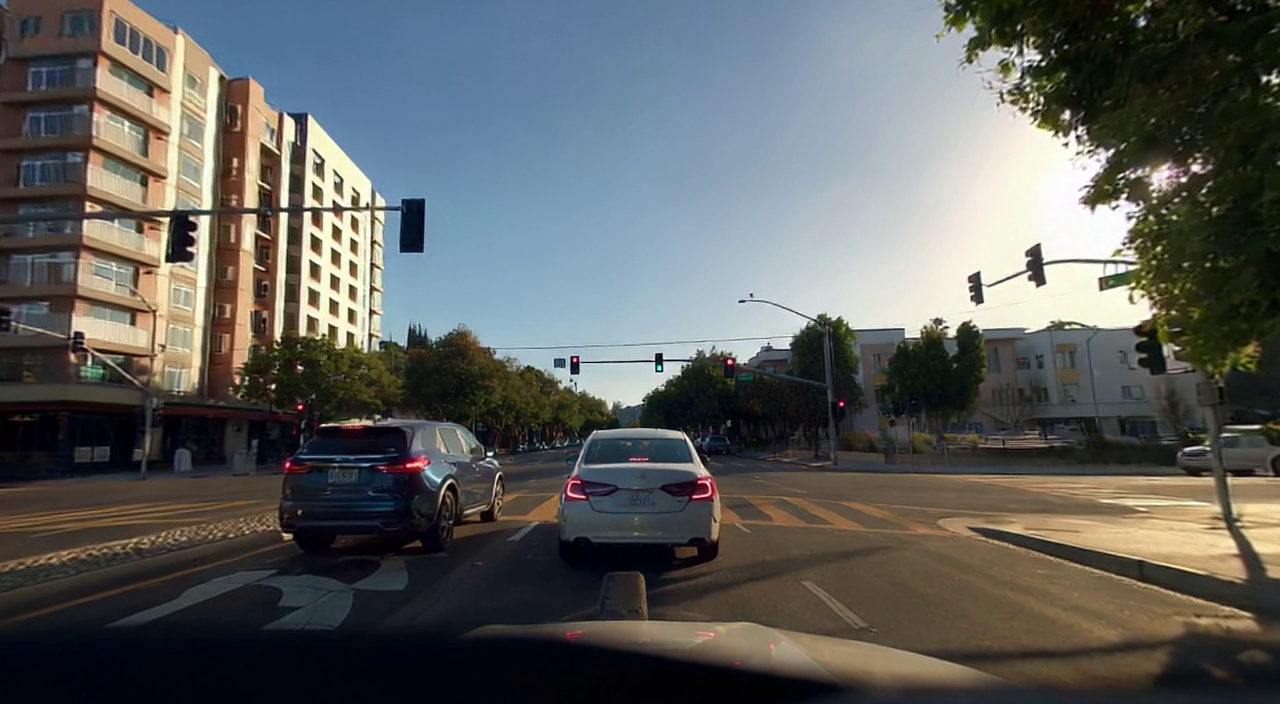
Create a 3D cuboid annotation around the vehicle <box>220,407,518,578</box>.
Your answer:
[{"bbox_3d":[-3.185,1.753,8.698,2.081,1.719,4.434,0,-8,0],"label":"vehicle"}]

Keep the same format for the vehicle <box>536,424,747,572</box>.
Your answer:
[{"bbox_3d":[0.017,1.811,8.554,2.190,1.522,3.850,0,-8,0],"label":"vehicle"}]
